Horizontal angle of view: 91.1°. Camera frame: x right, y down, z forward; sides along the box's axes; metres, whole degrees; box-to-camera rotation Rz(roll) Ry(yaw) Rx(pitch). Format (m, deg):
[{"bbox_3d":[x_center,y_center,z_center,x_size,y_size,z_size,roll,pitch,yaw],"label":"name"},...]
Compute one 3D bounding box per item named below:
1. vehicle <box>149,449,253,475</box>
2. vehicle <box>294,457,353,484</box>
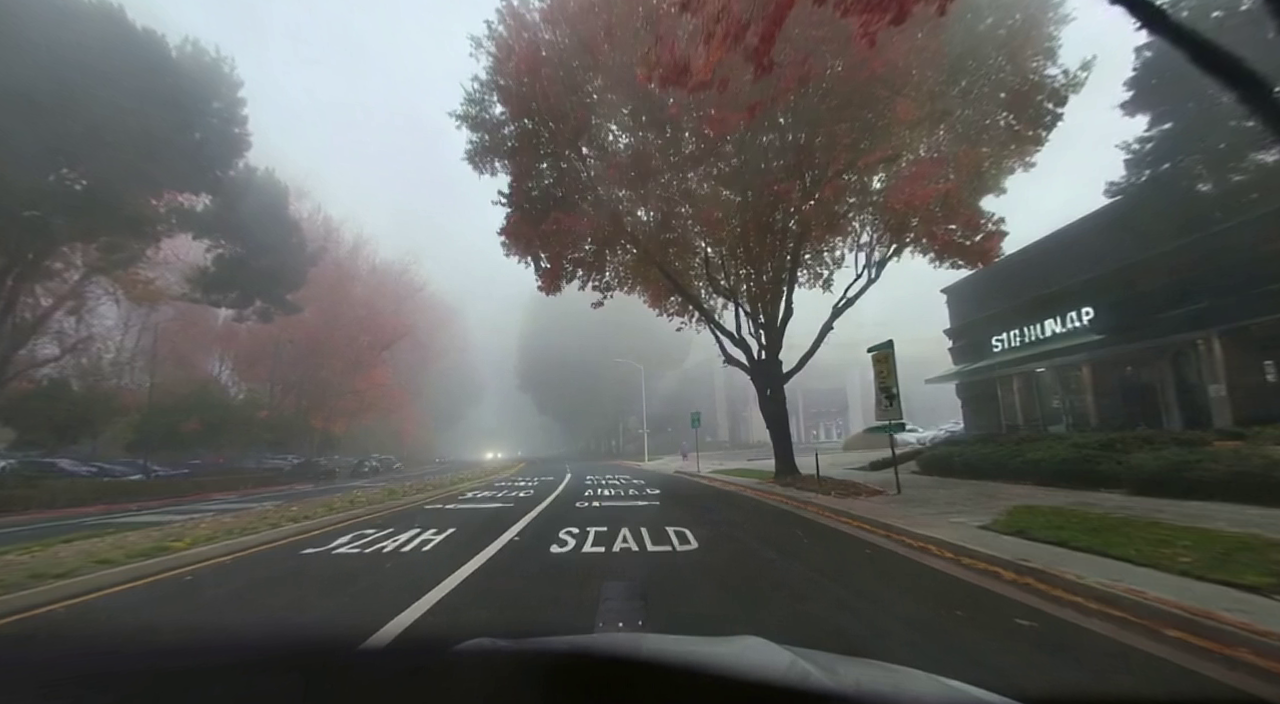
[{"bbox_3d":[-31.808,7.984,45.626,5.746,1.807,2.140,1,-9,-8],"label":"vehicle"},{"bbox_3d":[-20.830,7.781,41.517,1.956,1.550,4.375,1,-9,-6],"label":"vehicle"}]
